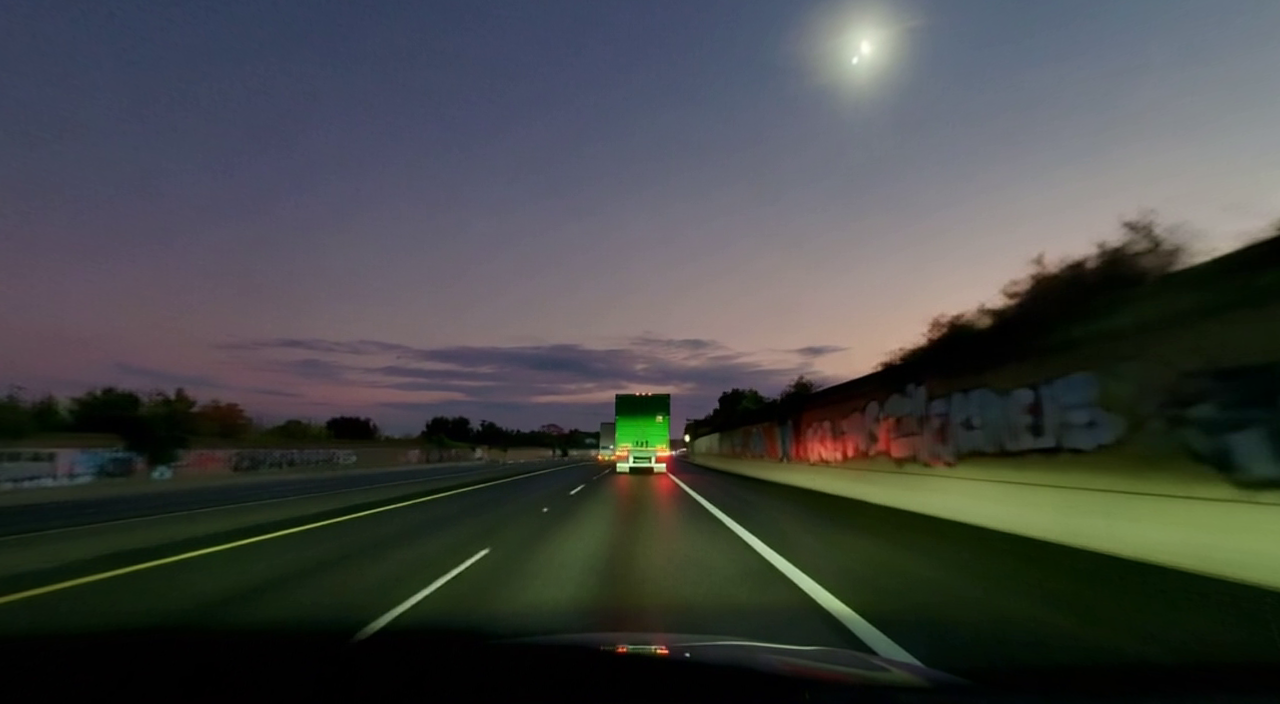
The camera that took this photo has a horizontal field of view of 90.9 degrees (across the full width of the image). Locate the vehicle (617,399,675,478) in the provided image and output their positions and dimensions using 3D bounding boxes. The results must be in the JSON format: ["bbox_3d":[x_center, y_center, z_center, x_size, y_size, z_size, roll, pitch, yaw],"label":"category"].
[{"bbox_3d":[0.173,5.112,36.633,2.900,3.955,10.151,0,-9,-1],"label":"vehicle"}]
